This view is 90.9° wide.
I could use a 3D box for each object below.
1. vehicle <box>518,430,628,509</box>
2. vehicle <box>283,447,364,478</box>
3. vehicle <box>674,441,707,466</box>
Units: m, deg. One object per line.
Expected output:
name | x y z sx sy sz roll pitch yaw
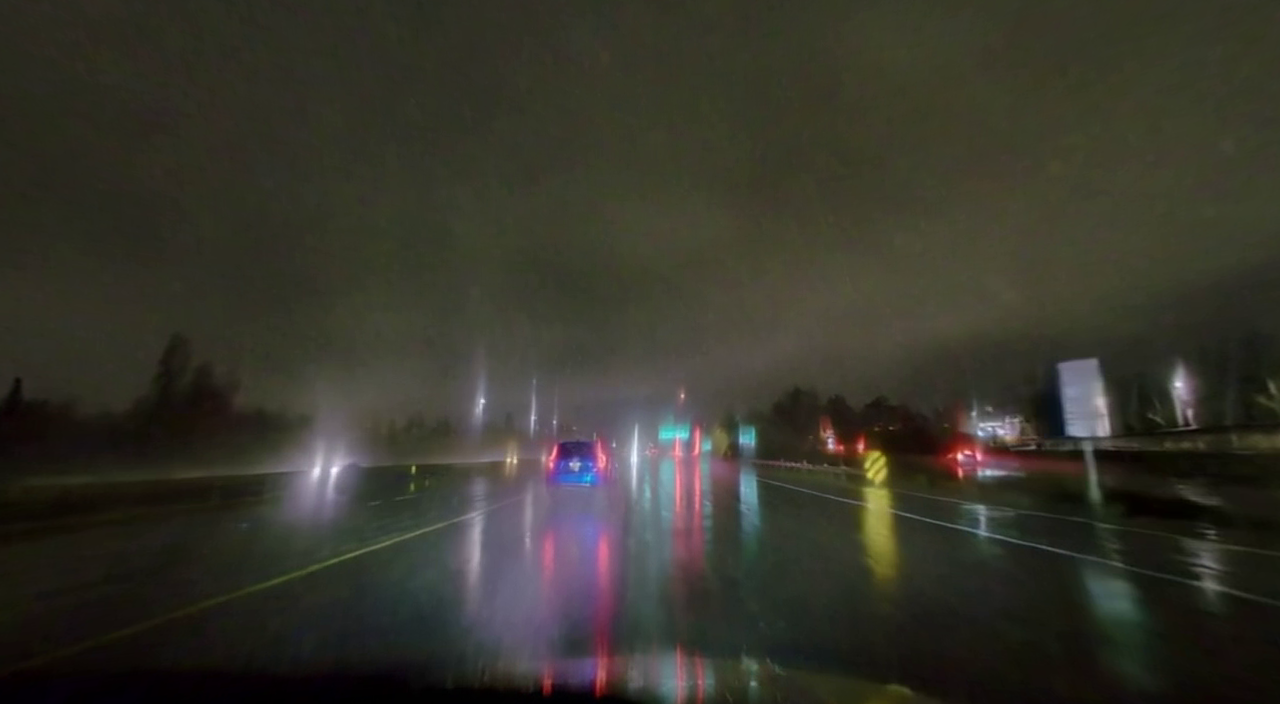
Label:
vehicle | -1.526 2.920 16.169 2.143 1.693 4.513 -1 -8 2
vehicle | -18.626 6.487 37.410 2.039 1.710 5.085 -1 -8 1
vehicle | 3.544 7.192 44.890 2.073 1.621 3.993 -1 -8 1
